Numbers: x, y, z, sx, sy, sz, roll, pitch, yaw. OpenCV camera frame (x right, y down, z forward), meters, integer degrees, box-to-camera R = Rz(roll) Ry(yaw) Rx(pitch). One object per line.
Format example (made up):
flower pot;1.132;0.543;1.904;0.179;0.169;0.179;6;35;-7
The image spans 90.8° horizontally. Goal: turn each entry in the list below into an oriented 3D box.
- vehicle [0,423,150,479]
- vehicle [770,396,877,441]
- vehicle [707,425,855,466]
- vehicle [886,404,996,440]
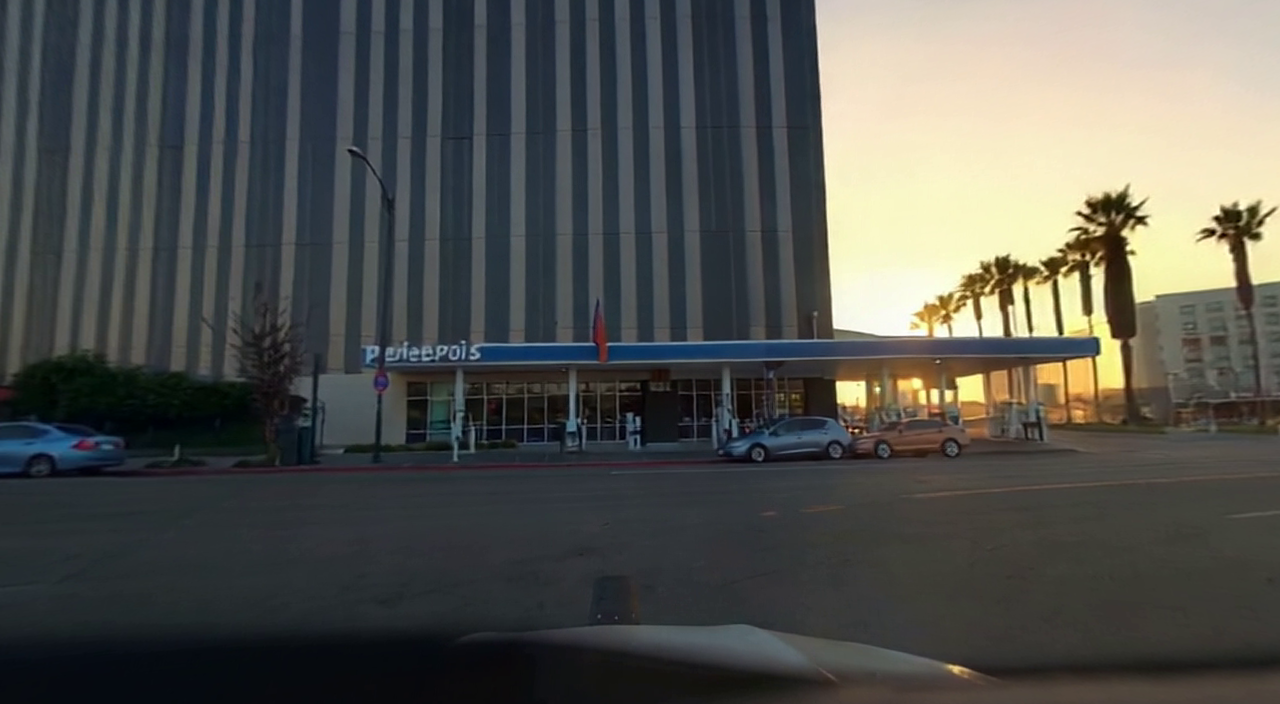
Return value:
vehicle;-17.135;2.781;17.810;4.857;1.497;1.811;1;-9;-7
vehicle;10.707;3.952;37.071;5.524;2.504;2.196;2;-7;-10
vehicle;4.961;3.313;22.414;4.782;1.371;1.763;2;-9;-13
vehicle;21.630;5.058;45.483;7.026;2.329;2.545;3;-6;-13
